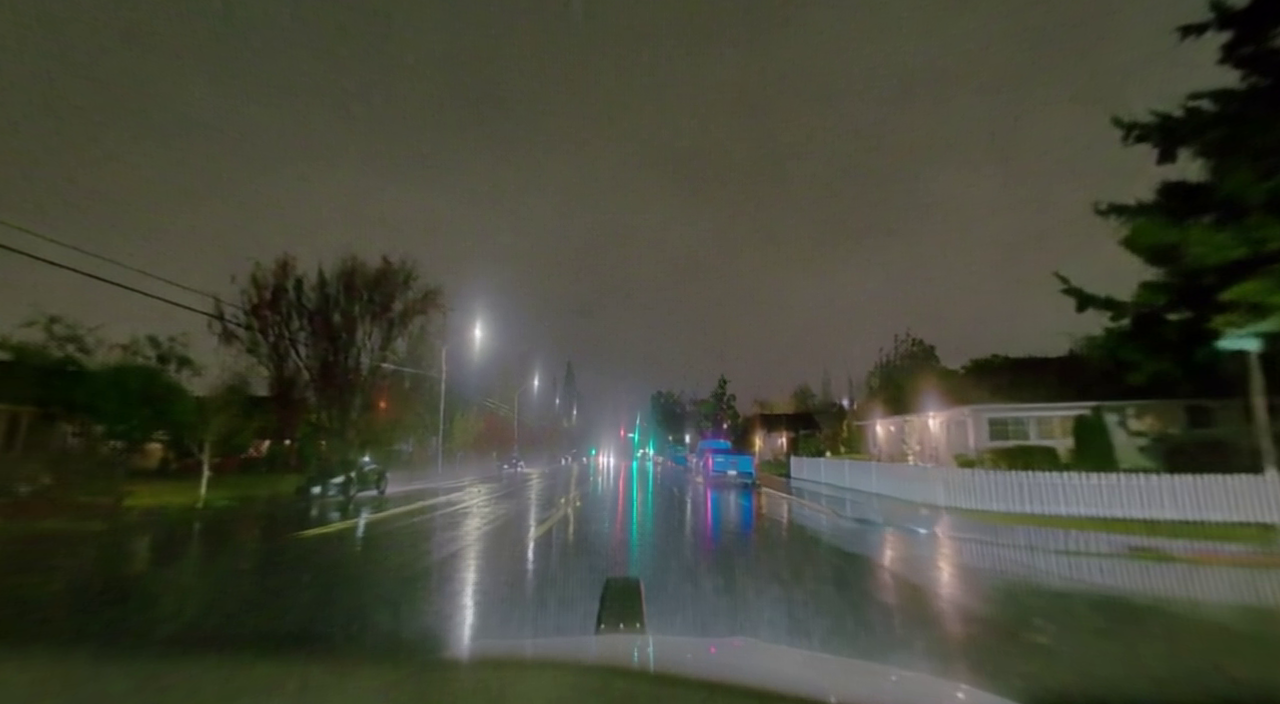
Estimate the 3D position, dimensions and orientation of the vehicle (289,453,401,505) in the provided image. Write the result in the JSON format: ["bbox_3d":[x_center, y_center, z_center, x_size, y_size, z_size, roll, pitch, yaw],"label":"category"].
[{"bbox_3d":[-10.855,4.667,23.711,2.049,1.527,4.677,-4,-8,-1],"label":"vehicle"}]

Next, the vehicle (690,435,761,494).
[{"bbox_3d":[3.749,5.077,28.818,2.504,2.114,6.073,5,-9,3],"label":"vehicle"}]
